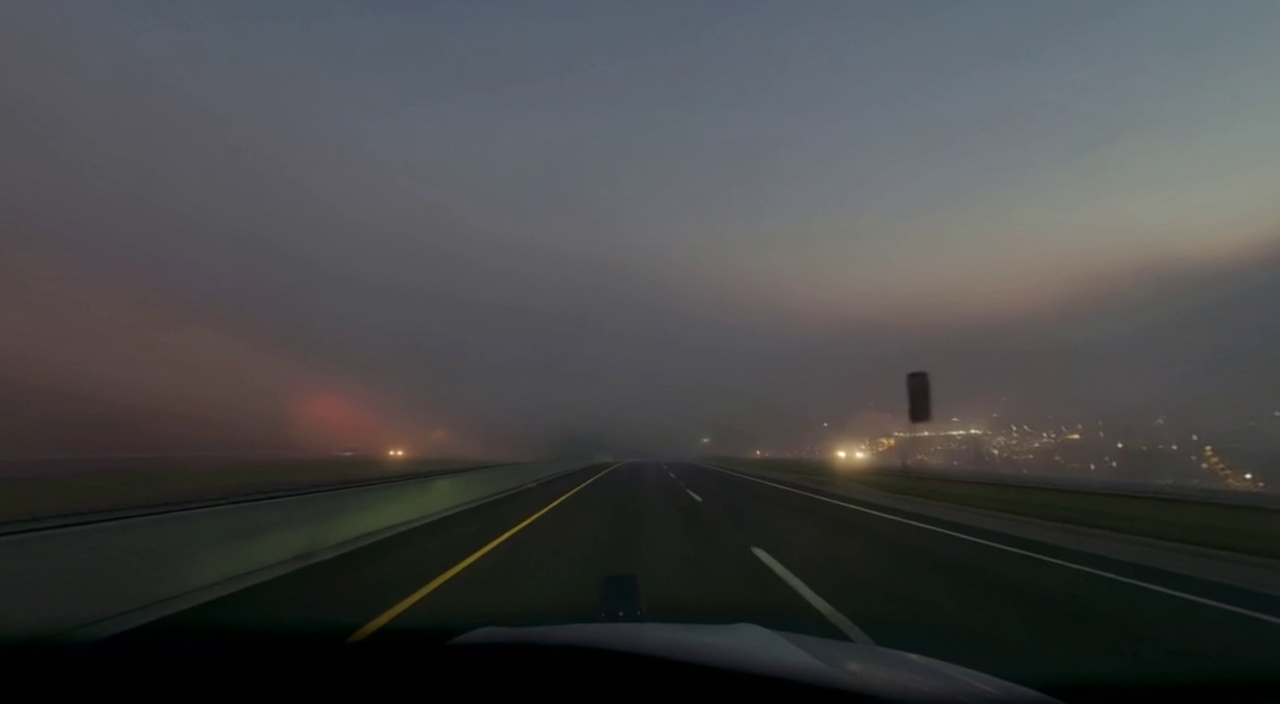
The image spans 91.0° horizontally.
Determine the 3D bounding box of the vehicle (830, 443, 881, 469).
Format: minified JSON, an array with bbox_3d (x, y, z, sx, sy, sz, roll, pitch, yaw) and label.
[{"bbox_3d":[13.944,6.728,40.954,1.770,1.578,3.997,0,-9,-2],"label":"vehicle"}]
